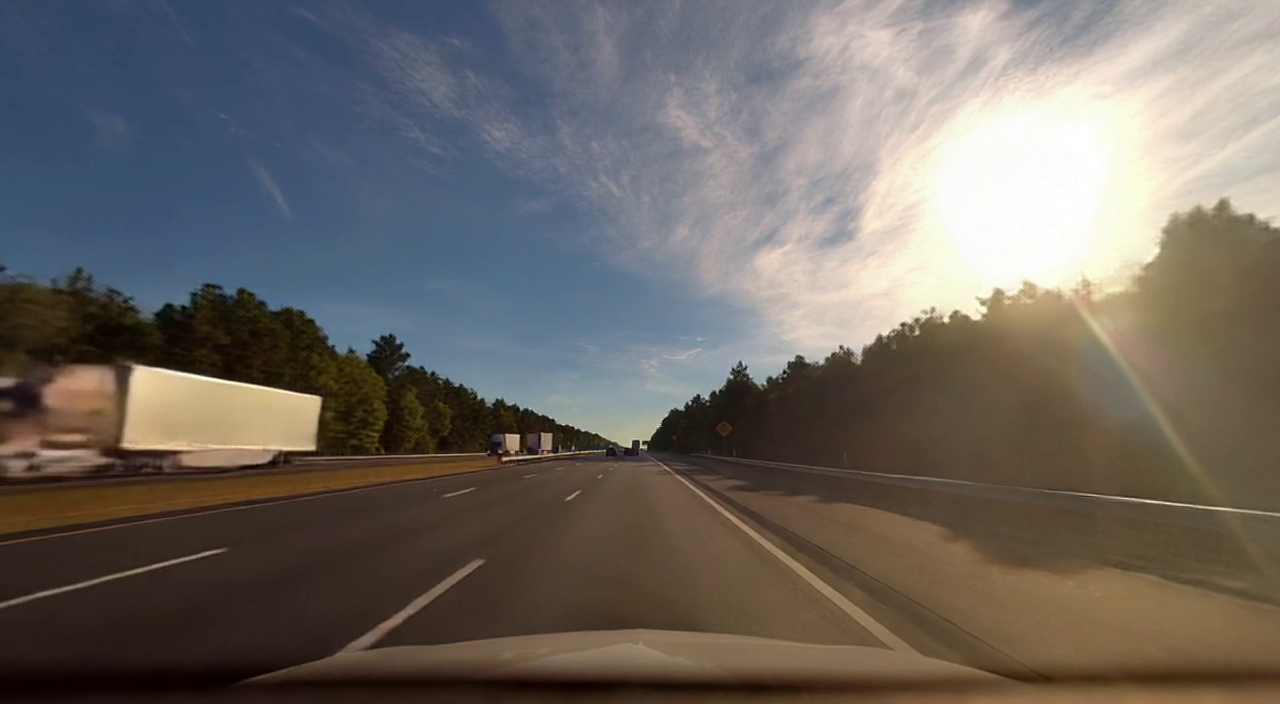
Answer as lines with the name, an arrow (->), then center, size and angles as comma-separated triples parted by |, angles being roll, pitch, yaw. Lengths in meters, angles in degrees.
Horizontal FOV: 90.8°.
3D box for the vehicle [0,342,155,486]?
vehicle -> -18.907, 2.057, 19.475 | 3.001, 3.871, 5.872 | 0, -9, 0
